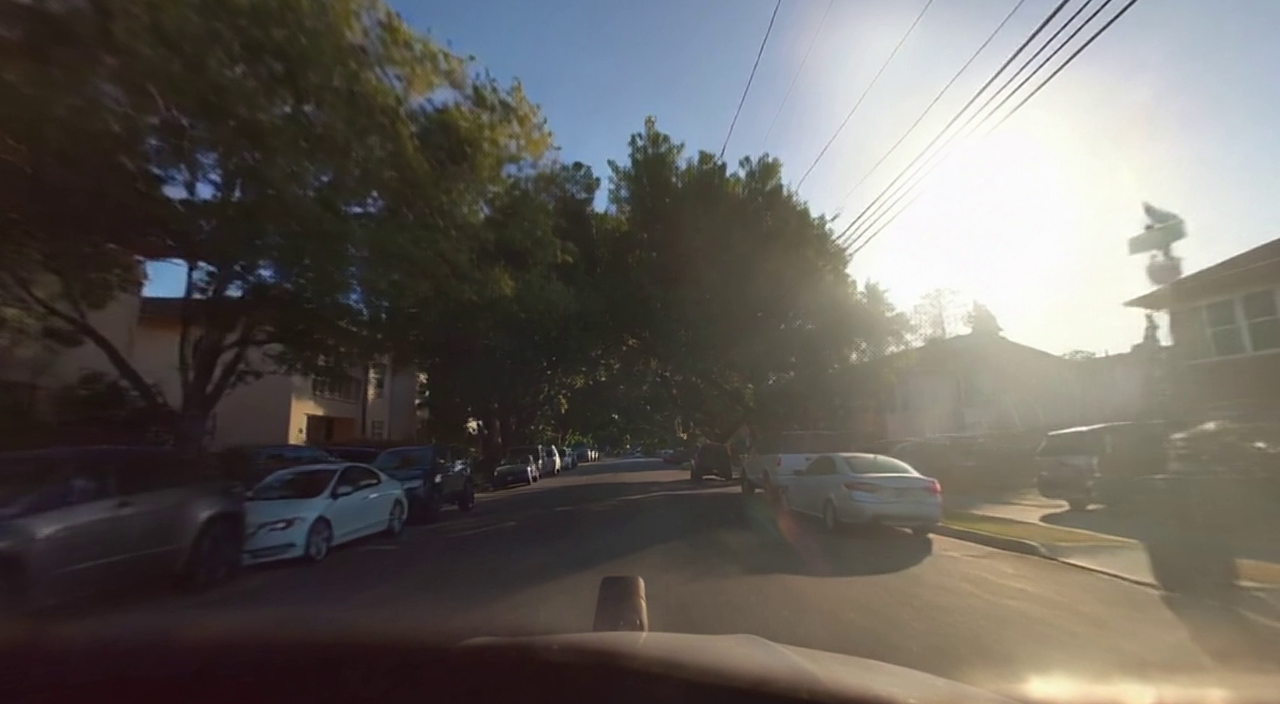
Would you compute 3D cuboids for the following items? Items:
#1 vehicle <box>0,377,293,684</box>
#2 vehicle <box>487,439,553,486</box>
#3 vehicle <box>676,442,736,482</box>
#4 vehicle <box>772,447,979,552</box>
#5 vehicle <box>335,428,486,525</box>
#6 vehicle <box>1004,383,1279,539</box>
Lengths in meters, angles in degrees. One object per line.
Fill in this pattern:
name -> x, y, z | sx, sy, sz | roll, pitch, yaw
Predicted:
vehicle -> -5.021, 1.358, 5.299 | 2.007, 1.861, 4.101 | 0, -10, -3
vehicle -> -5.087, 4.795, 27.488 | 2.035, 1.822, 4.348 | 0, -10, -1
vehicle -> 3.457, 5.895, 34.398 | 2.415, 1.963, 5.688 | 0, -8, -2
vehicle -> 4.128, 2.622, 12.196 | 1.850, 1.516, 5.066 | 0, -8, -3
vehicle -> -5.121, 2.862, 14.978 | 2.022, 1.822, 5.002 | -1, -9, -4
vehicle -> 9.084, 1.922, 10.943 | 2.392, 1.979, 5.752 | 1, -10, 3
